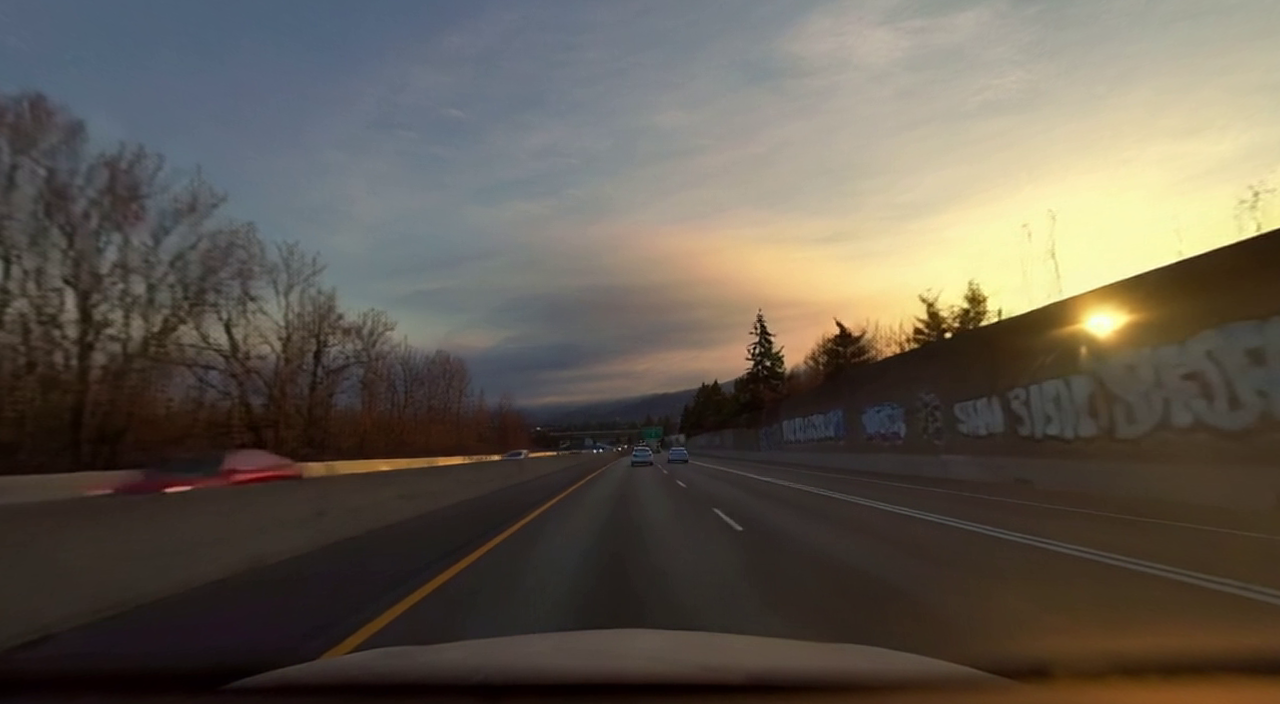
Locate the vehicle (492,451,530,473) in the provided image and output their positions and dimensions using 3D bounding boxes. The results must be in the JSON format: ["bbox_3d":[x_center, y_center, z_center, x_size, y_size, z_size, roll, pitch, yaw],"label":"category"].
[{"bbox_3d":[-9.563,8.144,46.751,1.904,1.499,4.352,-1,-9,0],"label":"vehicle"}]

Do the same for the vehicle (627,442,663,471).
[{"bbox_3d":[0.263,6.508,39.042,2.095,1.671,4.219,0,-9,-1],"label":"vehicle"}]

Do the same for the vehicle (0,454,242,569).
[{"bbox_3d":[-9.110,2.512,10.652,1.895,1.498,4.329,0,-9,-1],"label":"vehicle"}]
